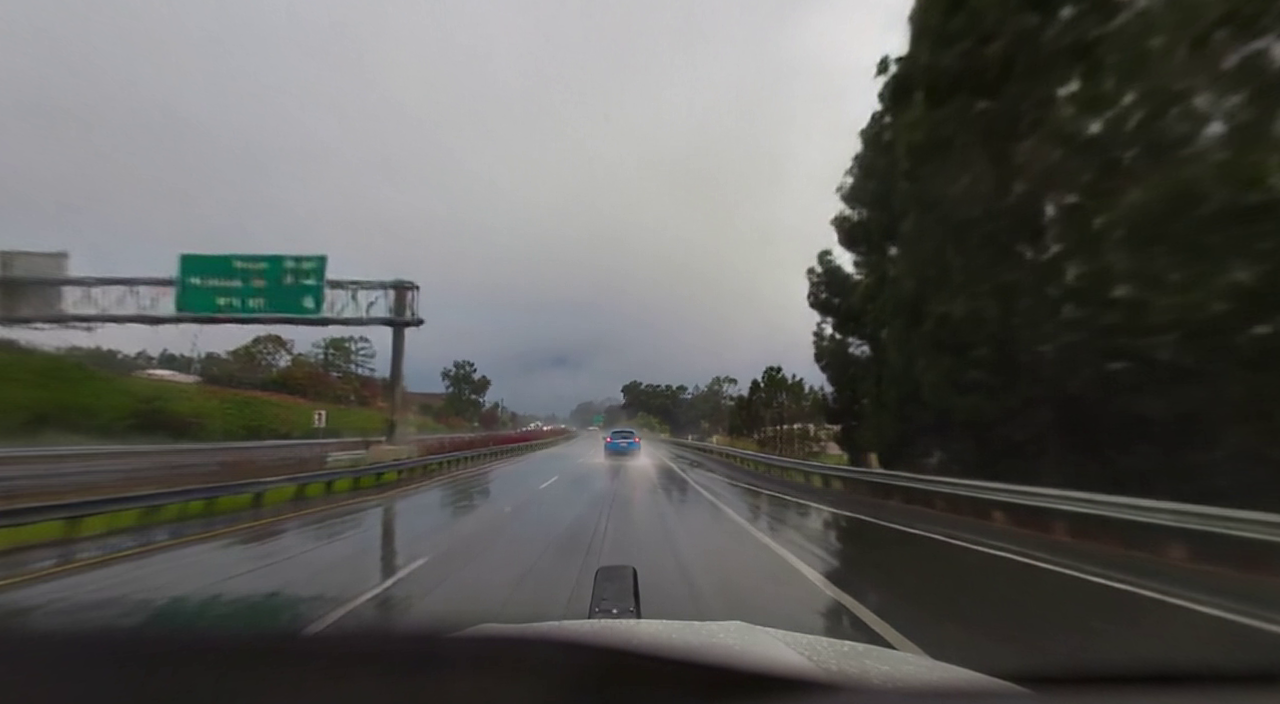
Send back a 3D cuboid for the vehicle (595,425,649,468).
[{"bbox_3d":[-0.746,3.838,25.753,2.020,1.633,3.942,0,-8,-2],"label":"vehicle"}]
